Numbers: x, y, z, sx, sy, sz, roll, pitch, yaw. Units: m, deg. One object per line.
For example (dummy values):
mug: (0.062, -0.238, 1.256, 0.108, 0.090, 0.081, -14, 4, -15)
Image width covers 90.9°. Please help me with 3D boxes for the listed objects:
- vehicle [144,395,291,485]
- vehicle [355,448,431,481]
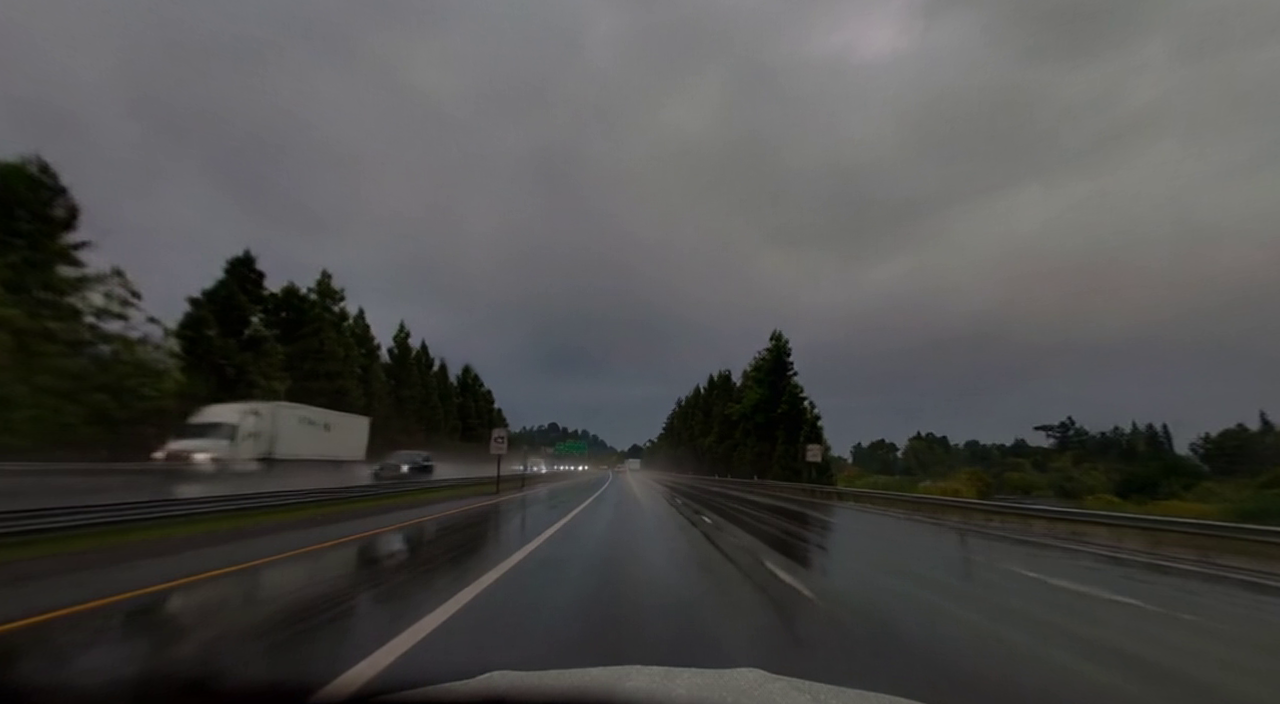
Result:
vehicle: (-20.448, 4.455, 31.054, 2.970, 3.961, 5.879, 1, -10, -1)
vehicle: (-12.713, 5.844, 32.770, 2.118, 1.557, 4.588, 1, -10, -1)
